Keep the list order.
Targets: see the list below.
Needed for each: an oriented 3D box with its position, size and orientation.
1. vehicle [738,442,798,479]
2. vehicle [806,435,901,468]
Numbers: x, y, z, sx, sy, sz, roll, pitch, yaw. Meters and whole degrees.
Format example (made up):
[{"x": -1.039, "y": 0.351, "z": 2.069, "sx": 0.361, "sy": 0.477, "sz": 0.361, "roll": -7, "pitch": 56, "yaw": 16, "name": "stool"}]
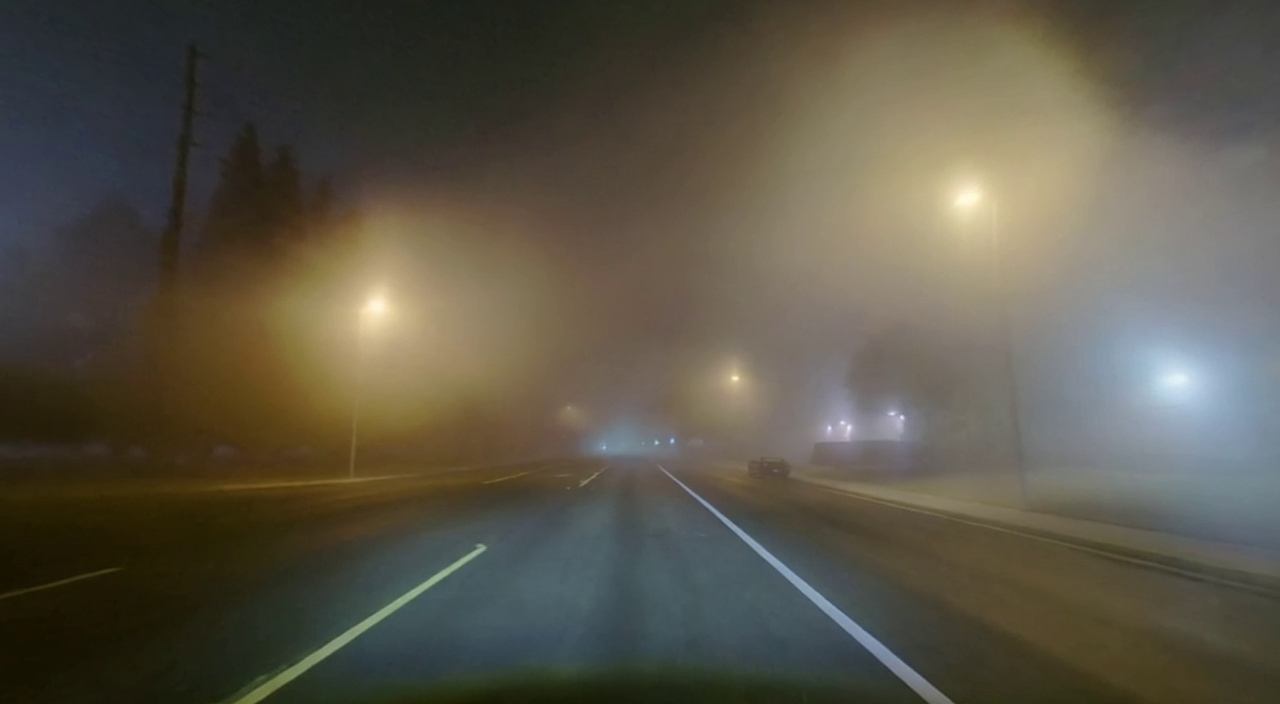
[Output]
[{"x": 6.637, "y": 5.653, "z": 33.241, "sx": 2.043, "sy": 1.747, "sz": 4.680, "roll": 0, "pitch": -9, "yaw": -2, "name": "vehicle"}, {"x": 12.922, "y": 6.051, "z": 38.440, "sx": 5.037, "sy": 1.925, "sz": 2.021, "roll": -1, "pitch": -9, "yaw": 3, "name": "vehicle"}]
